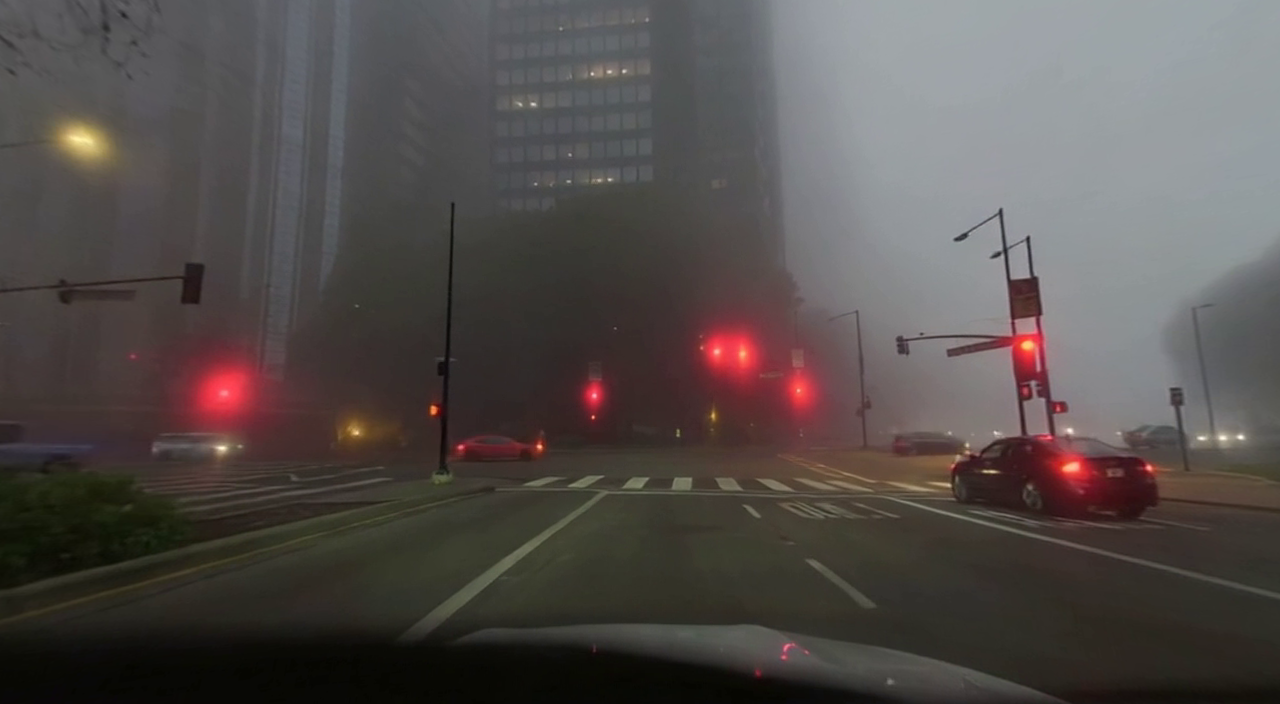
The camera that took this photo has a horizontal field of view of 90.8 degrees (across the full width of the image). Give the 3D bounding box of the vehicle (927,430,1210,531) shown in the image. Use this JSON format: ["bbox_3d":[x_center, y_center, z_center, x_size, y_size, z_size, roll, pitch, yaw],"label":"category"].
[{"bbox_3d":[7.557,2.289,11.960,1.936,1.489,4.885,0,-8,0],"label":"vehicle"}]

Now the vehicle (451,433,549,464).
[{"bbox_3d":[-6.946,4.833,31.673,4.503,1.475,1.789,0,-8,-2],"label":"vehicle"}]

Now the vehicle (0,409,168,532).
[{"bbox_3d":[-11.381,2.166,12.021,2.125,1.910,4.779,2,-9,-15],"label":"vehicle"}]

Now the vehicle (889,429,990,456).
[{"bbox_3d":[16.800,5.105,35.609,4.762,1.420,1.814,0,-8,-1],"label":"vehicle"}]

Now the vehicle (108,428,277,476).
[{"bbox_3d":[-19.473,4.378,27.748,5.659,1.967,2.149,0,-8,-2],"label":"vehicle"}]
